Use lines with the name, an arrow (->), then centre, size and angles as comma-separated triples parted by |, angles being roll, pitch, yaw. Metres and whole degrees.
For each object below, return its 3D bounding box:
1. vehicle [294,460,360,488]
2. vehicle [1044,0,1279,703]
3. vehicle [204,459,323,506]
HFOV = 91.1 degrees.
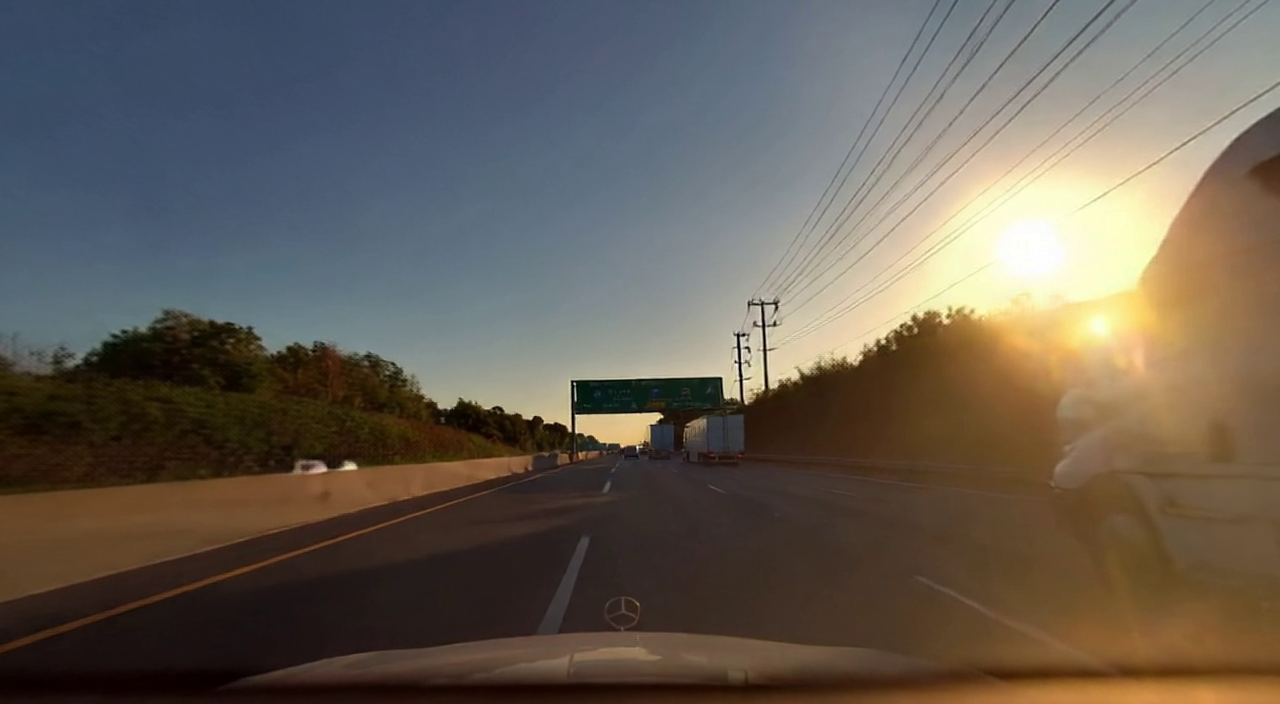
vehicle -> -19.117, 7.455, 38.602 | 1.834, 1.472, 4.486 | 0, -9, -2
vehicle -> 4.780, -0.360, 1.784 | 3.000, 3.855, 5.964 | 0, -9, -1
vehicle -> -14.409, 4.983, 24.408 | 1.957, 1.533, 4.483 | 0, -9, -2
